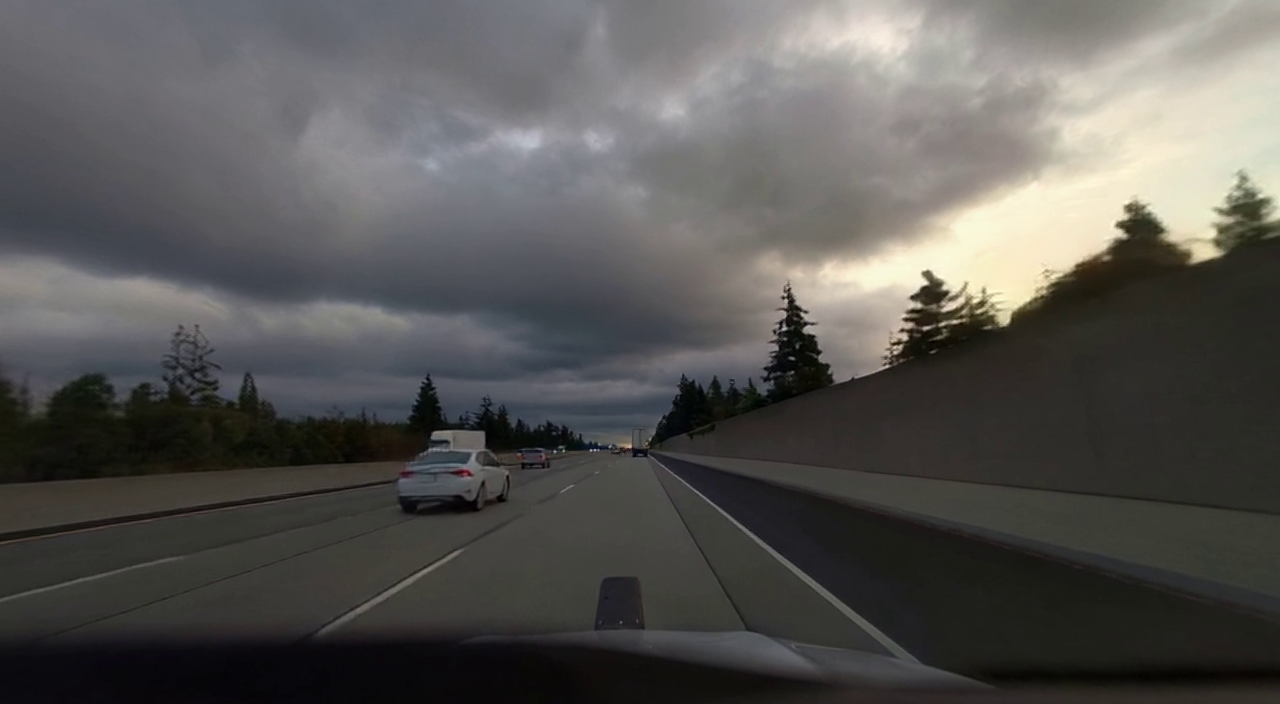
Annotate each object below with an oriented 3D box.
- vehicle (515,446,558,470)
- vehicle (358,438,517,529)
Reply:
[{"bbox_3d":[-7.263,7.485,44.848,2.179,1.577,5.070,0,-9,1],"label":"vehicle"},{"bbox_3d":[-3.817,2.536,12.668,1.893,1.521,3.742,0,-9,1],"label":"vehicle"}]
